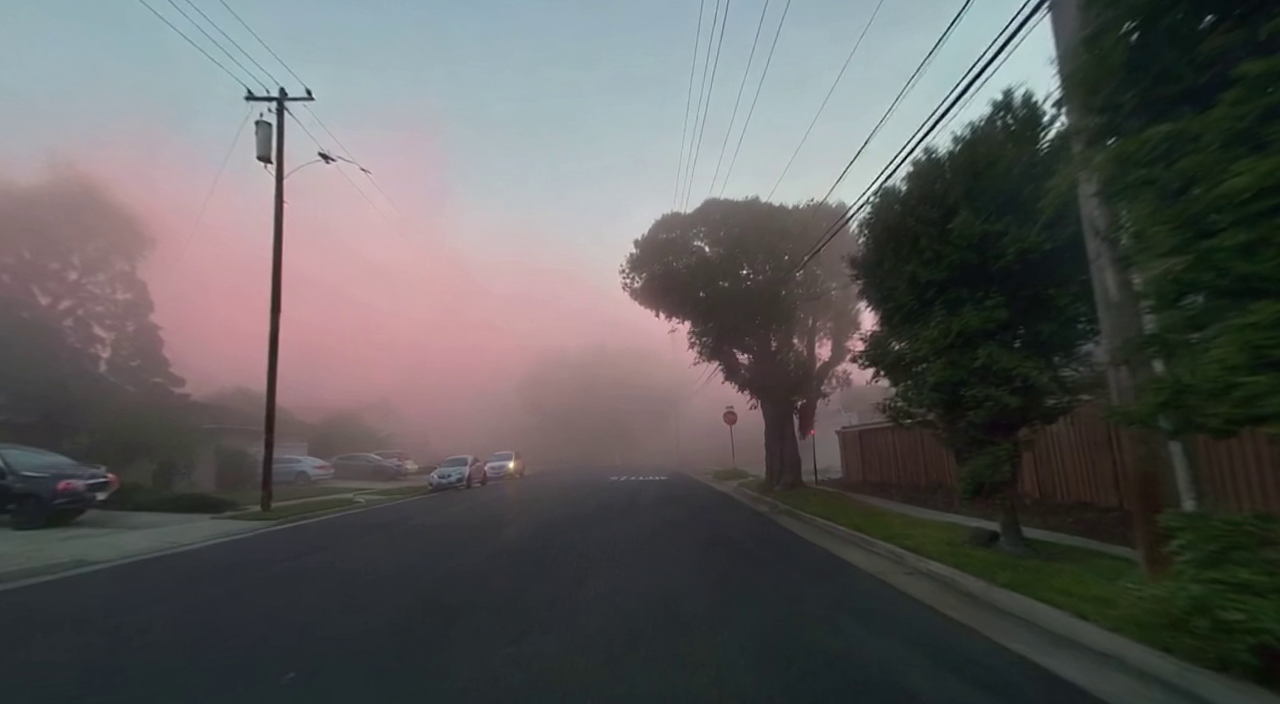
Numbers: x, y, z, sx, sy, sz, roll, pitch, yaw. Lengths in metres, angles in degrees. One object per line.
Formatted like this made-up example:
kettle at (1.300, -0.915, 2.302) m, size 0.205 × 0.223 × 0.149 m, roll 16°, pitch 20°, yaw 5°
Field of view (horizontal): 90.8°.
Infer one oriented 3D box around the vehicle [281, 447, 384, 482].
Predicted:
vehicle at (-16.261, 5.957, 33.656) m, size 4.364 × 1.802 × 2.122 m, roll 1°, pitch -9°, yaw -7°

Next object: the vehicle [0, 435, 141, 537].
vehicle at (-13.677, 2.649, 12.757) m, size 5.034 × 1.887 × 2.245 m, roll 2°, pitch -9°, yaw -12°

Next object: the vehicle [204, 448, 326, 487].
vehicle at (-17.984, 5.522, 30.541) m, size 4.539 × 1.737 × 2.098 m, roll 2°, pitch -9°, yaw -13°

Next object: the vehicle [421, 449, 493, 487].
vehicle at (-8.589, 5.436, 29.993) m, size 1.950 × 1.627 × 4.027 m, roll -1°, pitch -9°, yaw 4°

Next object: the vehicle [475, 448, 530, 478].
vehicle at (-8.480, 6.875, 39.393) m, size 2.047 × 1.679 × 3.948 m, roll -1°, pitch -9°, yaw 9°
